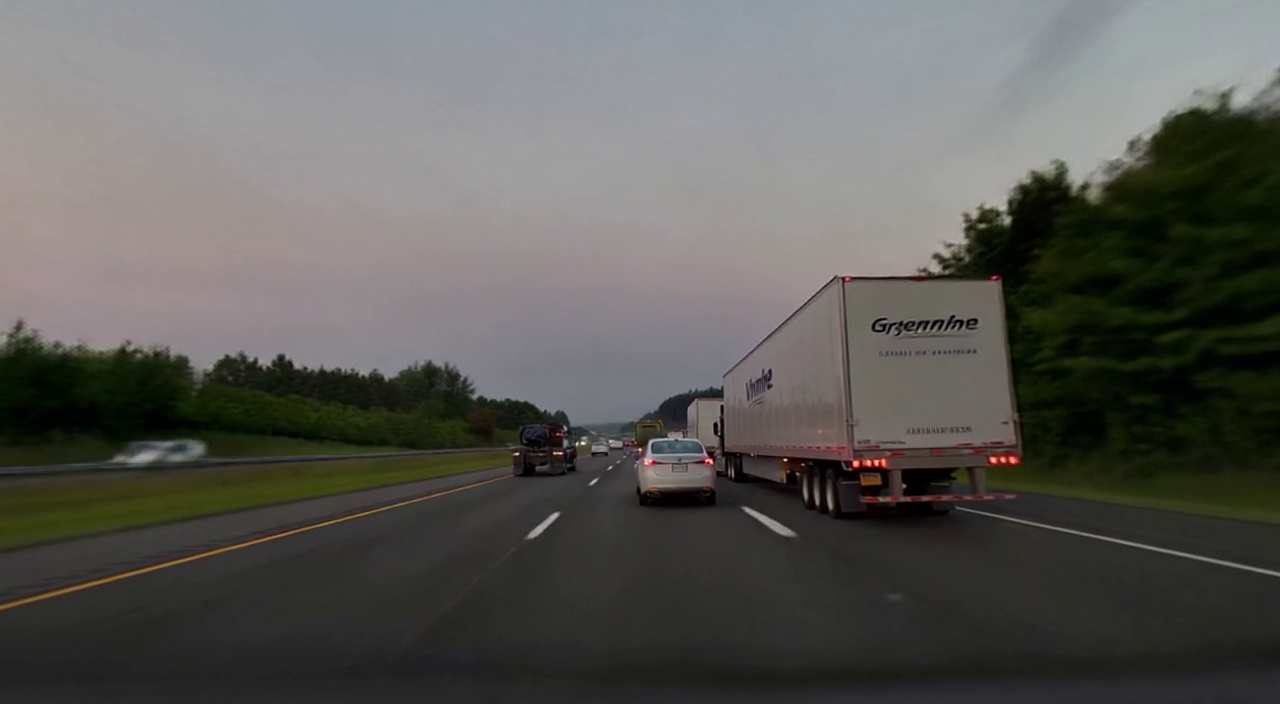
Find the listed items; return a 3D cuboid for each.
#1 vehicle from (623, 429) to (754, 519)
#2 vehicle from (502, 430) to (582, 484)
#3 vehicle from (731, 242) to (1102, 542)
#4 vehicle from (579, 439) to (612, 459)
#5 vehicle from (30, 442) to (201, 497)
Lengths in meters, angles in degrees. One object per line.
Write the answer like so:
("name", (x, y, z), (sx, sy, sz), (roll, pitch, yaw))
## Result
("vehicle", (0.813, 2.359, 12.832), (2.200, 1.495, 4.282), (0, -8, 0))
("vehicle", (-3.334, 3.659, 22.382), (2.006, 1.729, 4.447), (0, -8, 1))
("vehicle", (4.711, 1.453, 15.712), (2.883, 4.070, 14.423), (0, -8, 1))
("vehicle", (-3.452, 7.650, 49.856), (2.181, 1.538, 4.169), (0, -8, 1))
("vehicle", (-15.222, 3.378, 18.592), (1.836, 1.429, 3.652), (0, -8, 1))
